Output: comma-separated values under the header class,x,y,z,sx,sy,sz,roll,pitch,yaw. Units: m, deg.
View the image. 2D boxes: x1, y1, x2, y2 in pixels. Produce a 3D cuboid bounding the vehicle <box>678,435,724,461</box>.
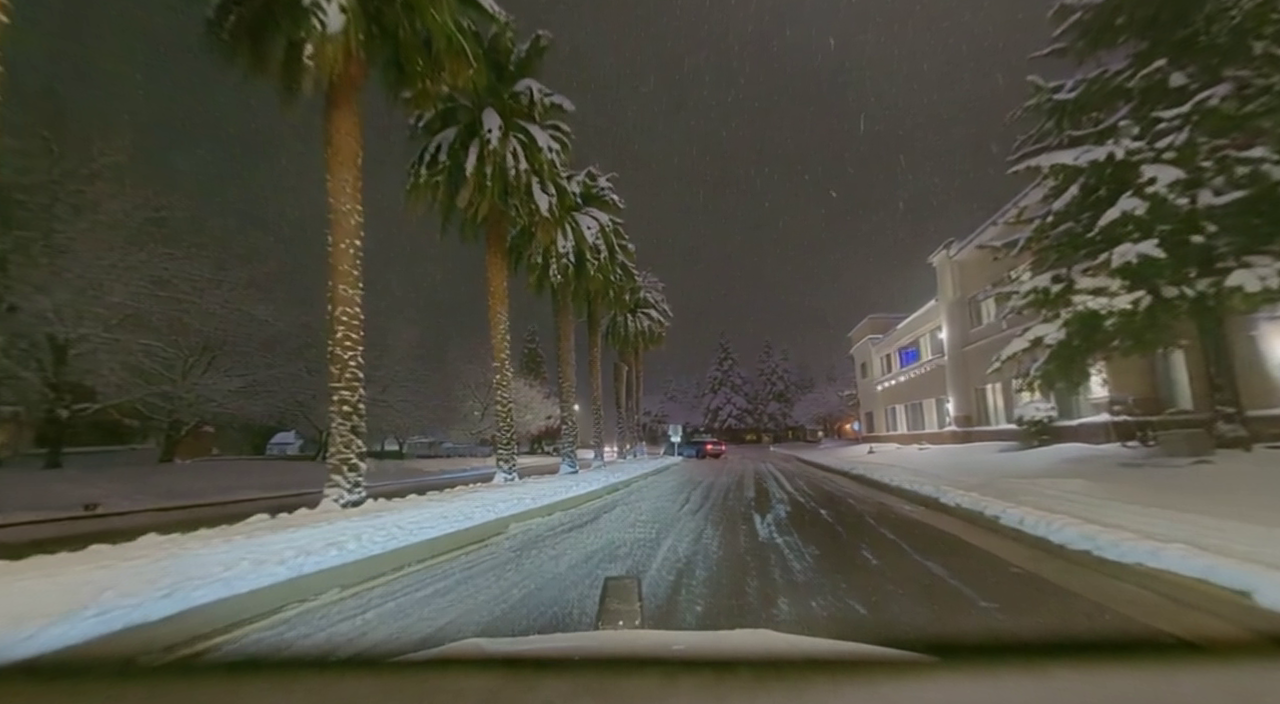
class,x,y,z,sx,sy,sz,roll,pitch,yaw
vehicle,4.681,7.459,49.217,2.174,1.863,4.651,2,-8,-13
